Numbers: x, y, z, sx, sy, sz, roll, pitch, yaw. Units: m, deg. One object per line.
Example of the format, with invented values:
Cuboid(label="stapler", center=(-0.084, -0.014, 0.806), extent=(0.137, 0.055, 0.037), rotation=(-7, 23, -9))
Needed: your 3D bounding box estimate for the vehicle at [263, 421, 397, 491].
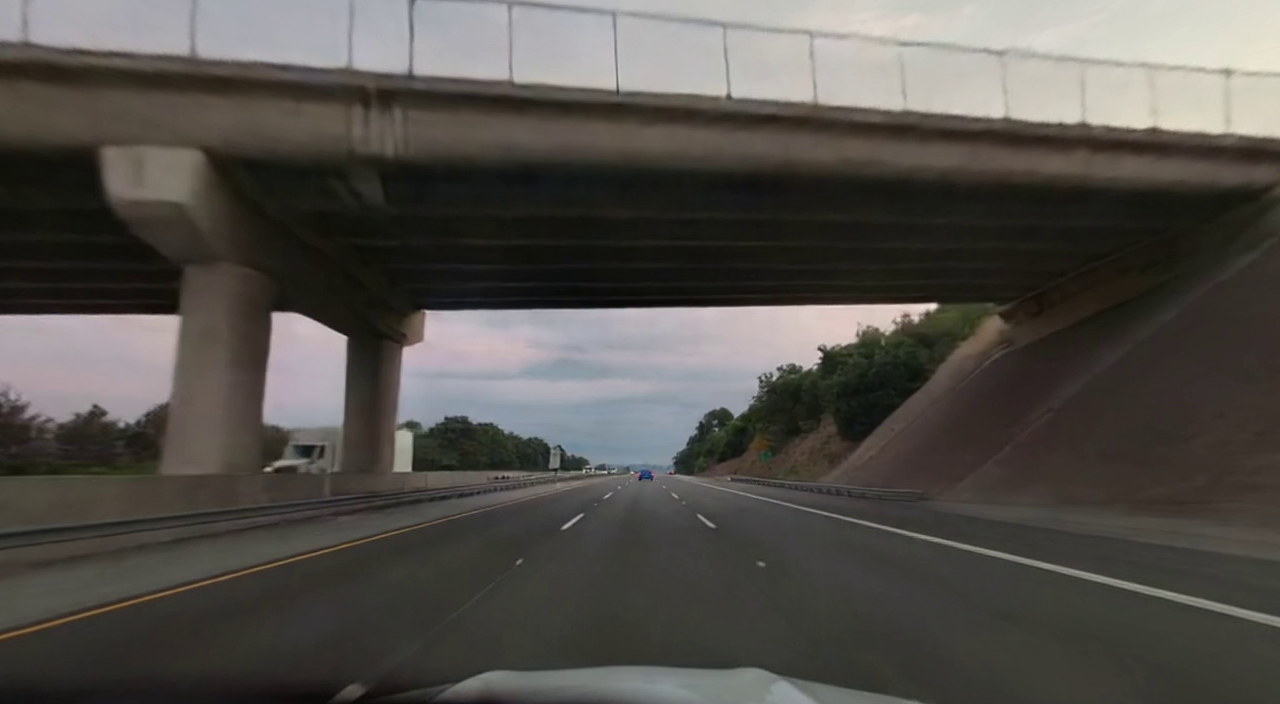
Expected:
Cuboid(label="vehicle", center=(-19.588, 6.854, 40.844), extent=(2.981, 3.841, 10.691), rotation=(0, -11, 1))
